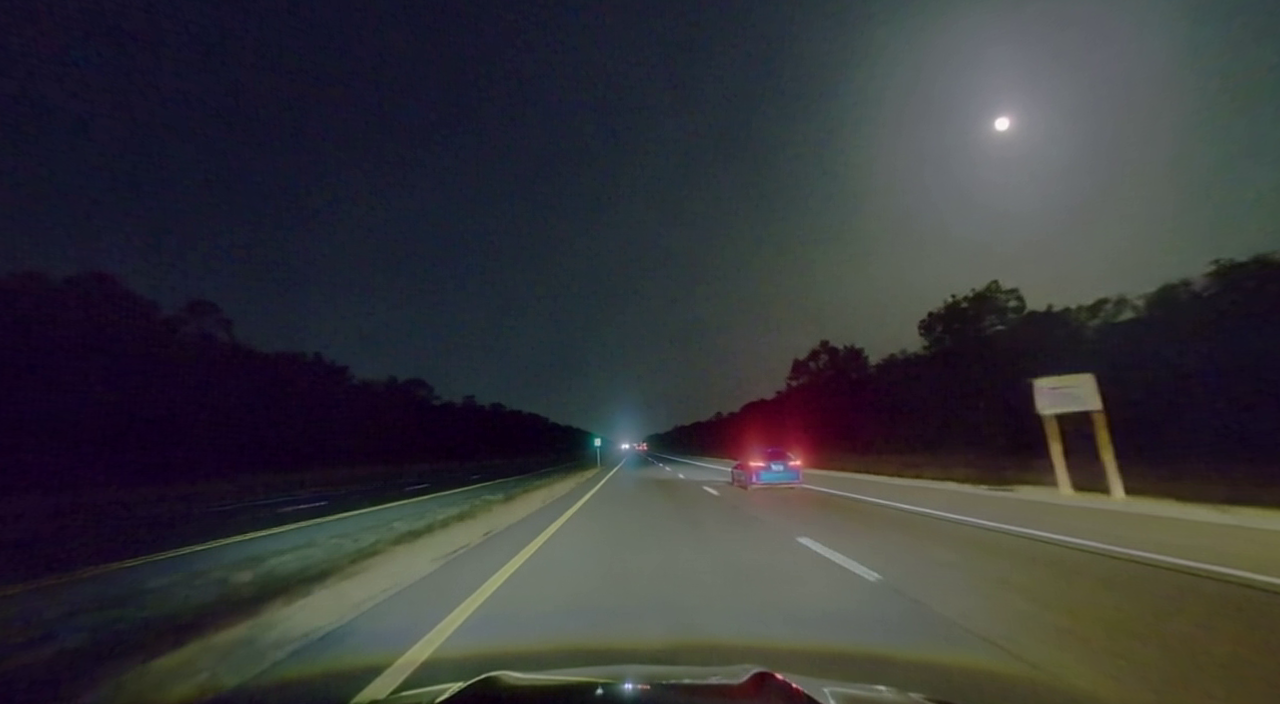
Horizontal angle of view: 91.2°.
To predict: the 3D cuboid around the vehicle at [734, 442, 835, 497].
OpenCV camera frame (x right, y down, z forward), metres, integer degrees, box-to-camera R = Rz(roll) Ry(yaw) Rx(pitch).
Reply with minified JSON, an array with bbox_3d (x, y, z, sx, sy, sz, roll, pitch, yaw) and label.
[{"bbox_3d":[4.198,3.488,18.933,1.981,1.440,4.125,0,-9,-1],"label":"vehicle"}]
